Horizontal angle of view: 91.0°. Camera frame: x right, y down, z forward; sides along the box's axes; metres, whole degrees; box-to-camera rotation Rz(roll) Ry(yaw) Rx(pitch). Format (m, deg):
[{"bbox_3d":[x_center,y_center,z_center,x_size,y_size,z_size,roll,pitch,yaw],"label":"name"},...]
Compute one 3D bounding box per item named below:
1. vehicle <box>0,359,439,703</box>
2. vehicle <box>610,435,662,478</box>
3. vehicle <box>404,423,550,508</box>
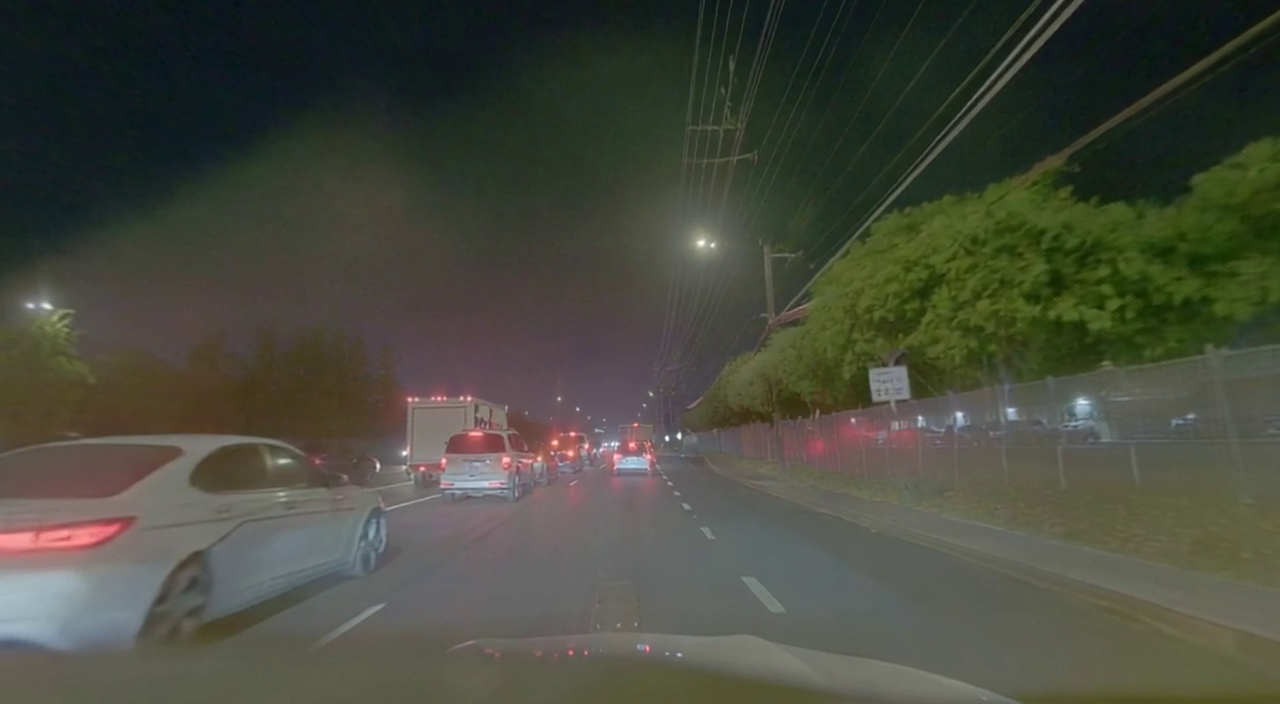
[{"bbox_3d":[-3.416,1.213,4.847,2.057,1.673,4.934,0,-8,1],"label":"vehicle"},{"bbox_3d":[-0.203,4.417,26.890,2.055,1.671,4.147,0,-8,-1],"label":"vehicle"},{"bbox_3d":[-3.843,2.789,15.955,2.263,1.803,4.868,0,-8,2],"label":"vehicle"}]
